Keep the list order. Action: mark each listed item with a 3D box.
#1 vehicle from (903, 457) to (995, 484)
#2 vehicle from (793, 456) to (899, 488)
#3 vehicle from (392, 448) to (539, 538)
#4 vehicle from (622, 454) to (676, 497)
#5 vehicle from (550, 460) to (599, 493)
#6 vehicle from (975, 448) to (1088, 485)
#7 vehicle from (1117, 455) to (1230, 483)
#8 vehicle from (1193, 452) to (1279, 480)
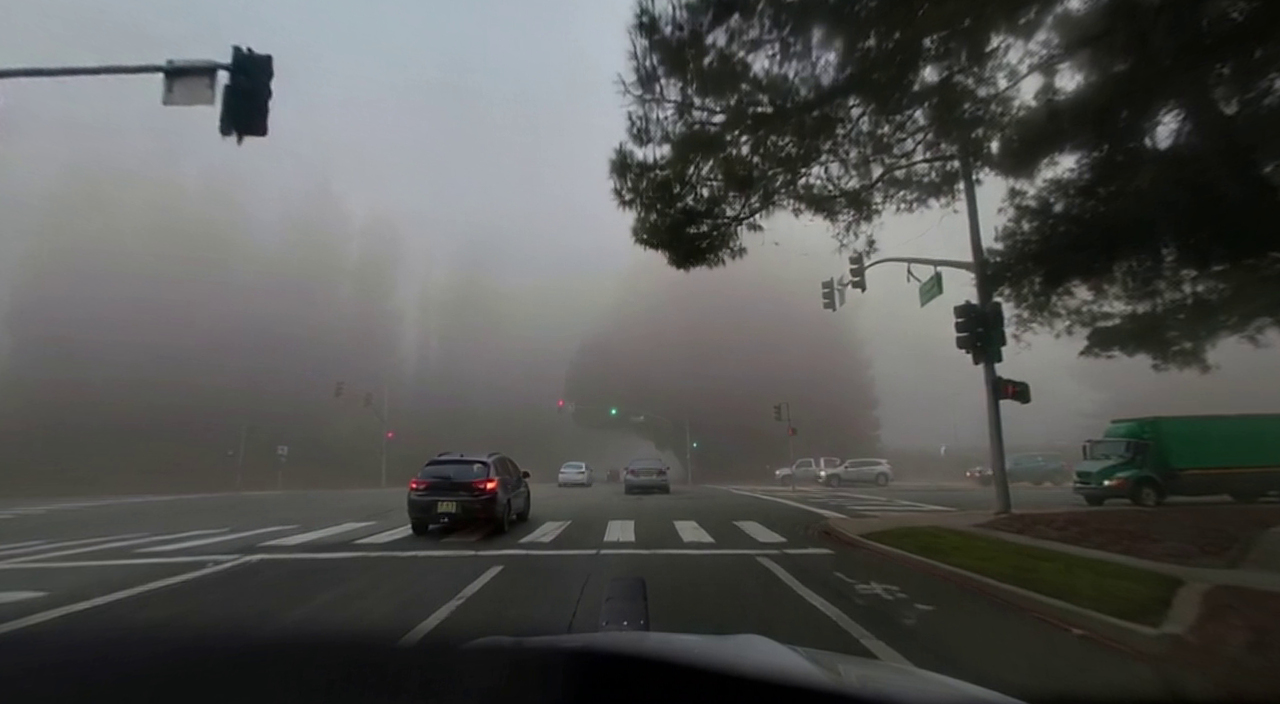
[{"bbox_3d":[18.545,7.122,37.991,4.478,1.495,2.063,0,-9,0],"label":"vehicle"},{"bbox_3d":[11.039,6.492,34.049,4.875,1.473,2.077,-2,-12,-1],"label":"vehicle"},{"bbox_3d":[-3.330,2.740,12.798,1.960,1.528,3.490,0,-8,0],"label":"vehicle"},{"bbox_3d":[0.376,5.289,27.369,2.163,1.678,3.846,0,-8,1],"label":"vehicle"},{"bbox_3d":[-3.326,6.442,32.853,2.013,1.474,4.393,0,-8,1],"label":"vehicle"},{"bbox_3d":[21.105,6.207,34.167,4.585,1.681,2.140,-3,-10,0],"label":"vehicle"},{"bbox_3d":[29.016,6.350,34.364,4.365,1.448,1.928,0,-9,1],"label":"vehicle"},{"bbox_3d":[39.960,7.557,41.856,4.580,1.807,1.967,0,-9,-3],"label":"vehicle"}]
